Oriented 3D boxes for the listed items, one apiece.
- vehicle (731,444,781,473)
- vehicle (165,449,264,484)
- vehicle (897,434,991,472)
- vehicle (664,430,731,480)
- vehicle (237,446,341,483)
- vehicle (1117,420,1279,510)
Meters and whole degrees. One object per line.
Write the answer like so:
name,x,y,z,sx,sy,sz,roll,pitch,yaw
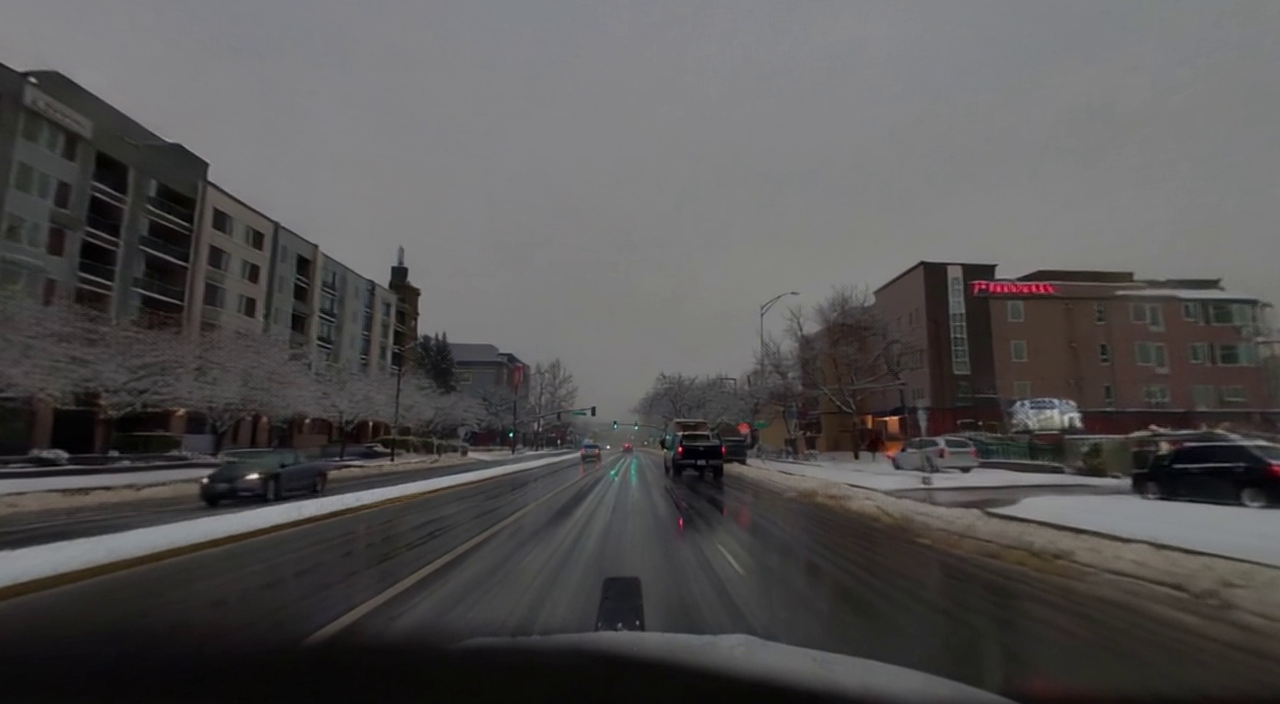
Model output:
vehicle,6.262,5.759,34.499,1.795,1.459,4.333,0,-9,-2
vehicle,-20.785,5.562,31.083,1.843,1.551,4.221,0,-9,1
vehicle,14.393,4.812,30.218,1.975,1.648,4.451,1,-8,-5
vehicle,2.182,4.131,25.534,2.130,1.787,5.126,0,-9,-1
vehicle,-15.388,4.935,28.015,2.019,1.471,4.513,0,-9,0
vehicle,14.214,2.631,14.943,2.019,1.819,4.909,0,-9,1
